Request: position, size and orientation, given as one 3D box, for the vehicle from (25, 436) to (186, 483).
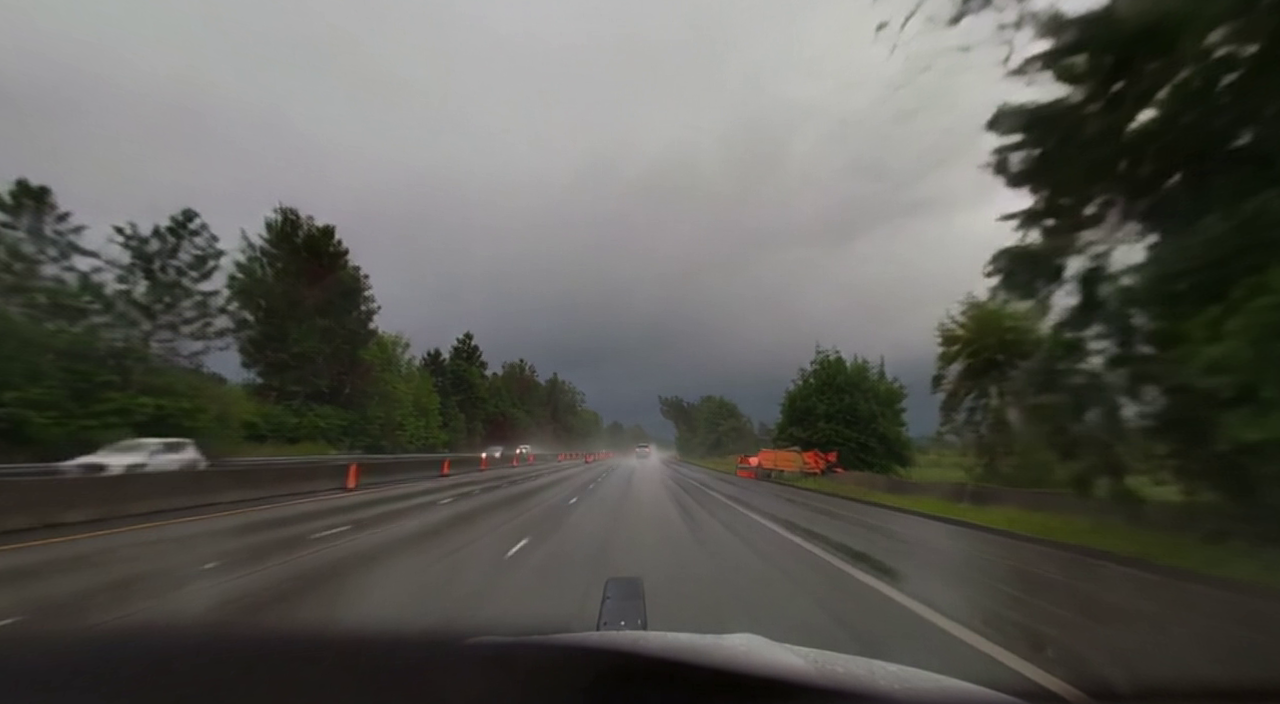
[{"bbox_3d":[-20.345,4.114,24.352,1.961,1.603,4.774,0,-9,1],"label":"vehicle"}]
